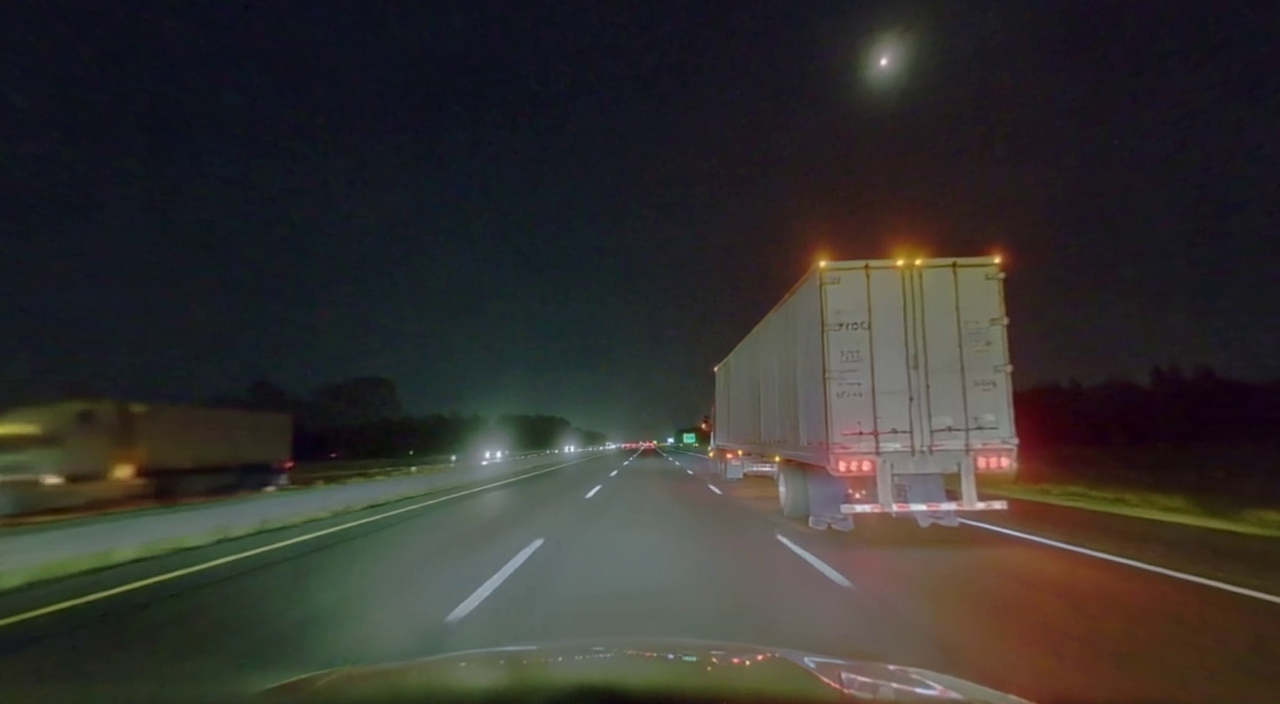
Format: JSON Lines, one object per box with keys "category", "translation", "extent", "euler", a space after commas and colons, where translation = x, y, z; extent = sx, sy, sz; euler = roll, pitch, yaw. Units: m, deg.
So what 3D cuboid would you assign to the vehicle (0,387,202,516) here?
{"category": "vehicle", "translation": [-18.944, 3.165, 20.221], "extent": [2.796, 3.508, 9.370], "euler": [0, -8, 1]}
